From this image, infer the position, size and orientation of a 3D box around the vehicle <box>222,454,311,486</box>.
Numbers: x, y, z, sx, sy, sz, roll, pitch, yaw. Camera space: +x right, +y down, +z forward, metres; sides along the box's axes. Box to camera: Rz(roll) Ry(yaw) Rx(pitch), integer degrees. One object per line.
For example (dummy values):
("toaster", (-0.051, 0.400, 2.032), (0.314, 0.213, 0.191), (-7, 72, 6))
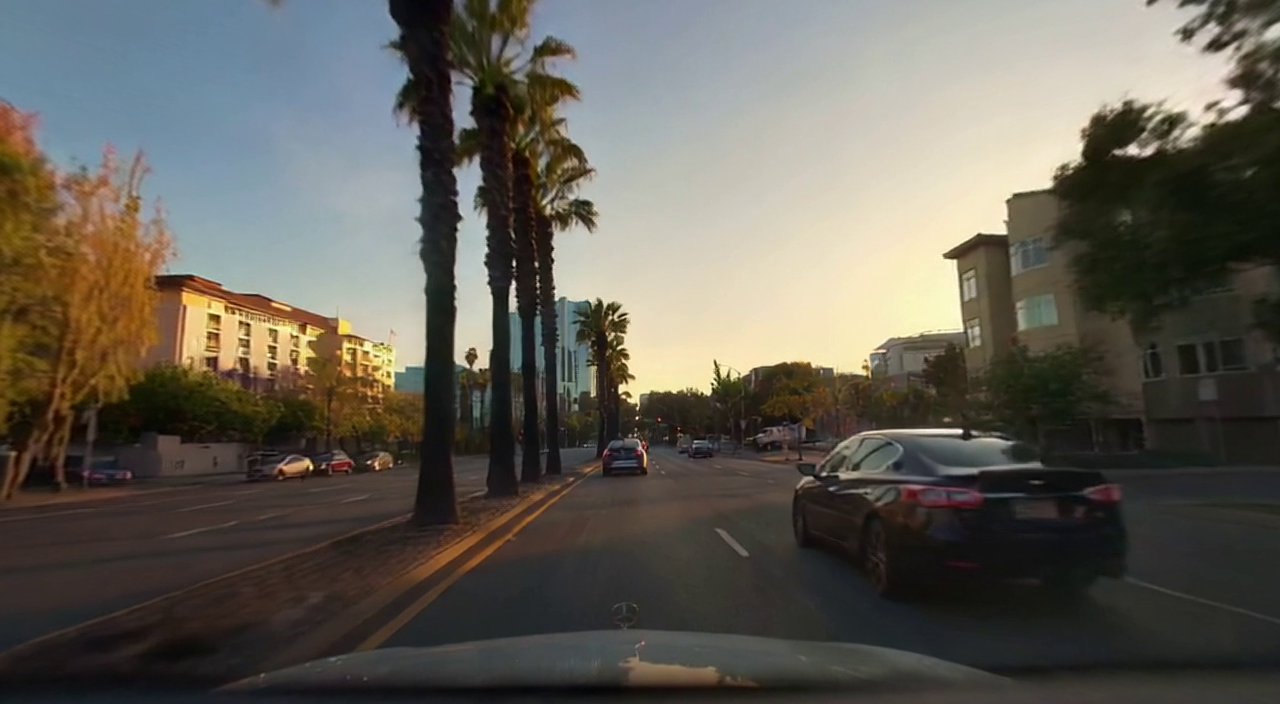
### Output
("vehicle", (-19.547, 6.169, 33.161), (1.920, 1.505, 4.351), (0, -8, 1))

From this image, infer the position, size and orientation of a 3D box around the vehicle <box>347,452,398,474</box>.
("vehicle", (-19.640, 8.167, 46.424), (1.847, 1.466, 4.530), (0, -8, 0))

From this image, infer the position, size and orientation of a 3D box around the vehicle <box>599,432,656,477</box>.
("vehicle", (-0.549, 4.412, 27.325), (2.277, 1.816, 4.192), (0, -8, -1))

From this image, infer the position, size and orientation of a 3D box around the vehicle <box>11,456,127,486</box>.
("vehicle", (-30.222, 6.308, 33.402), (4.400, 1.474, 1.732), (0, -9, -1))

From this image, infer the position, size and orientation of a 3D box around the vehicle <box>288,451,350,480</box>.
("vehicle", (-19.783, 6.972, 38.958), (1.753, 1.600, 4.040), (0, -8, -2))

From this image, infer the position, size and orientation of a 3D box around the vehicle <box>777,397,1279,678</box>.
("vehicle", (2.979, 1.400, 6.008), (2.195, 1.590, 4.668), (0, -8, -1))
